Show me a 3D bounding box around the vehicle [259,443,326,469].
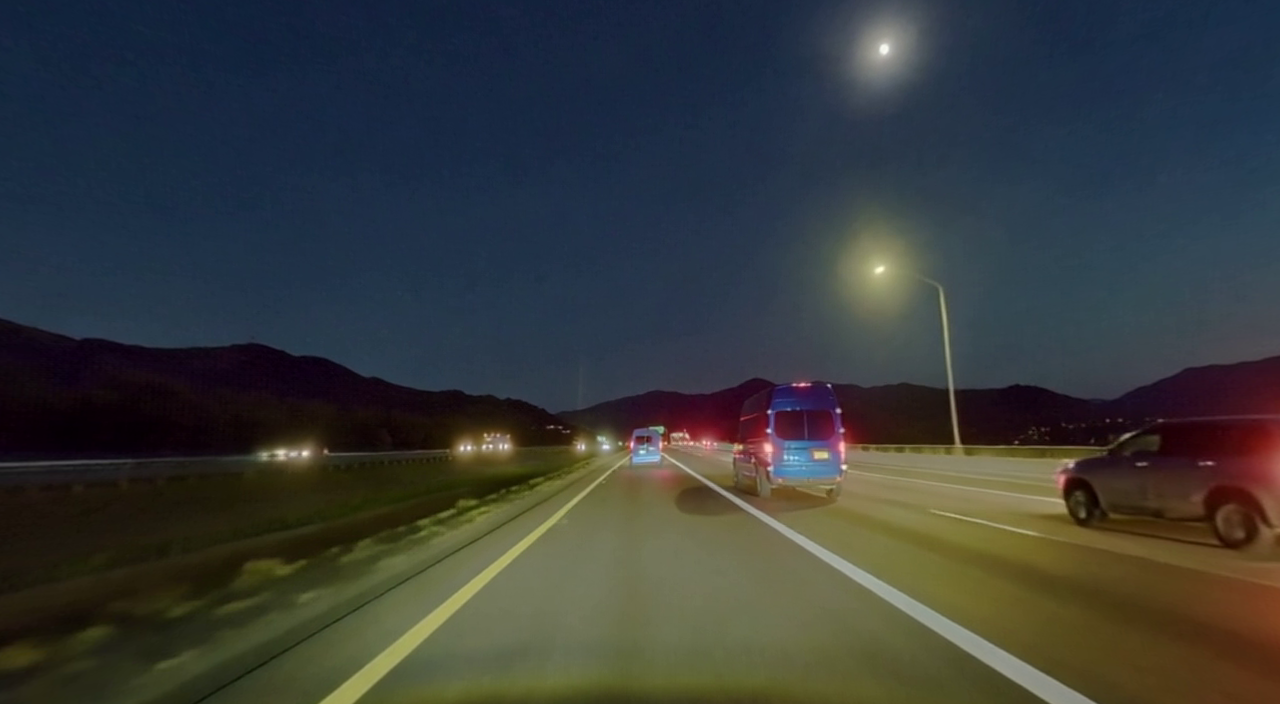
[{"bbox_3d":[-24.592,7.367,44.859,2.012,1.697,4.756,0,-8,1],"label":"vehicle"}]

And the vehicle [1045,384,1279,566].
[{"bbox_3d":[7.946,1.509,8.091,2.240,1.925,4.854,0,-8,0],"label":"vehicle"}]

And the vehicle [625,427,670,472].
[{"bbox_3d":[0.364,4.930,32.130,2.131,2.122,4.473,0,-8,0],"label":"vehicle"}]

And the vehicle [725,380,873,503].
[{"bbox_3d":[3.877,2.379,16.858,2.302,2.670,6.176,0,-8,0],"label":"vehicle"}]
